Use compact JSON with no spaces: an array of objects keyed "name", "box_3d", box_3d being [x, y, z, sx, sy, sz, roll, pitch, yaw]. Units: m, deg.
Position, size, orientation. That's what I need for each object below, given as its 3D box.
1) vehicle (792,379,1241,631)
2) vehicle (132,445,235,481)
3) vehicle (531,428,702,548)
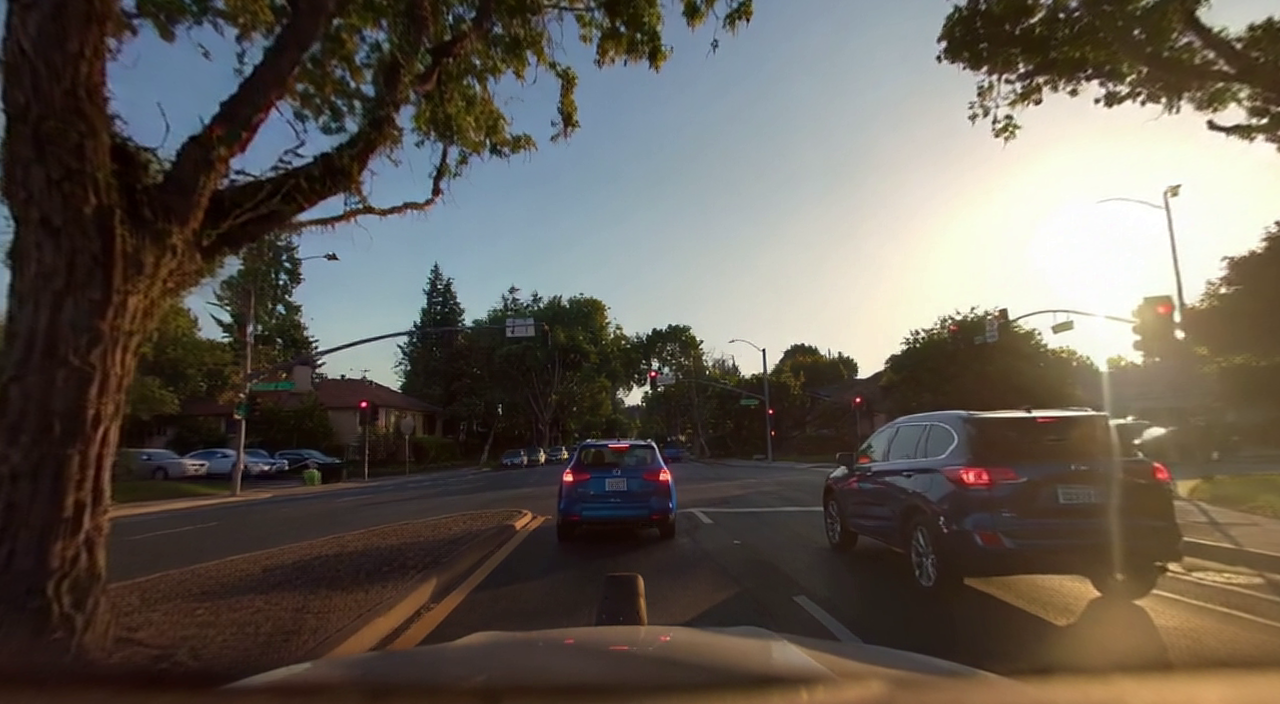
[{"name":"vehicle","box_3d":[3.195,1.403,6.718,2.046,1.768,4.370,0,-9,0]},{"name":"vehicle","box_3d":[-28.581,6.934,39.795,4.943,2.110,2.217,5,-10,-32]},{"name":"vehicle","box_3d":[-0.328,2.091,10.468,2.177,1.512,4.682,0,-9,-1]}]
